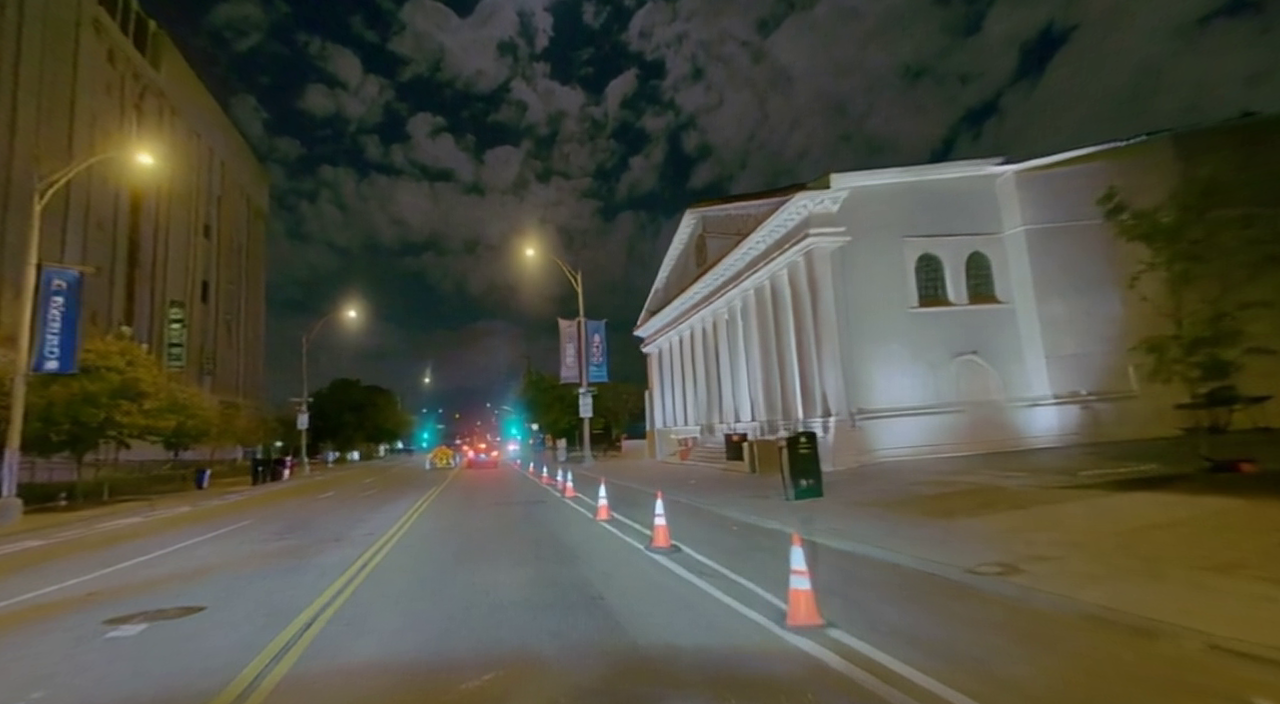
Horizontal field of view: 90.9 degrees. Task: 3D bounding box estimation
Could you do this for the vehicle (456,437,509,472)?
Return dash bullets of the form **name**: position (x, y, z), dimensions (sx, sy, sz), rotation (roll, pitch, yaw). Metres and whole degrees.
- **vehicle**: position (-7.593, 4.885, 30.187), dimensions (2.216, 1.492, 4.725), rotation (2, -9, -15)
